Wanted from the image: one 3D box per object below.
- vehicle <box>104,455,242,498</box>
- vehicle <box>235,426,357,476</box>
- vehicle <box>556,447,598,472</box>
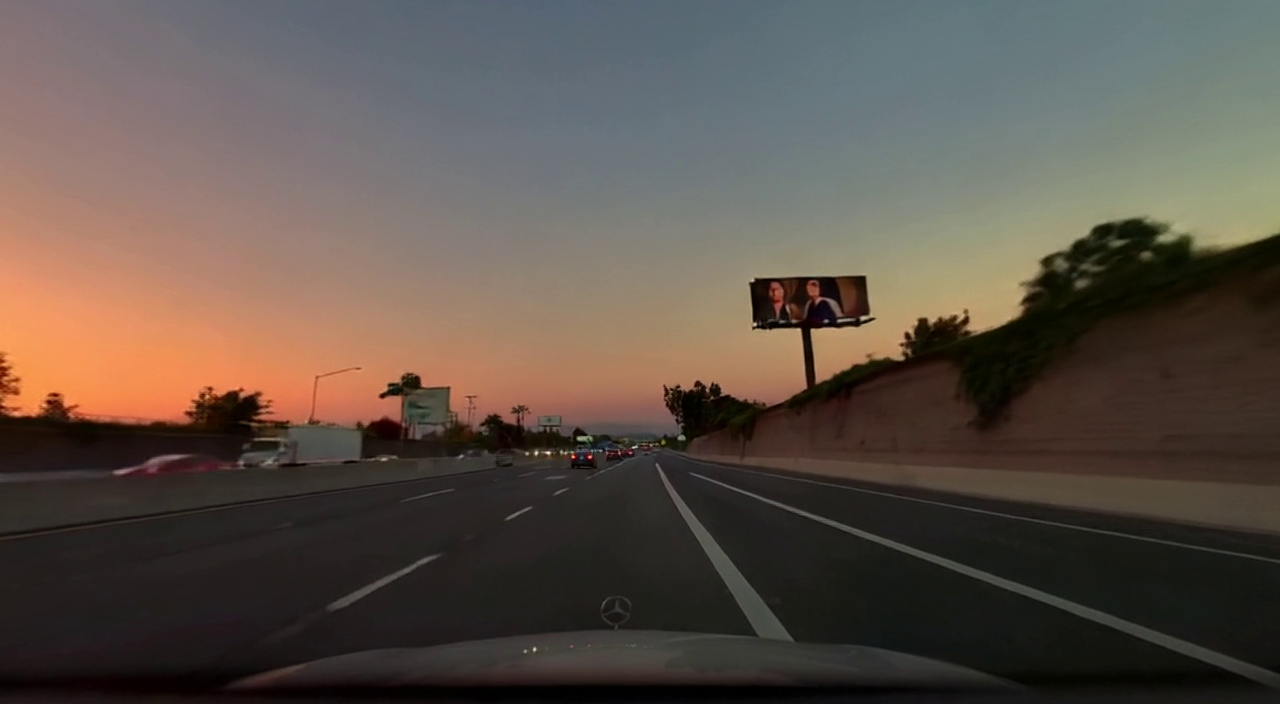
[{"bbox_3d":[-18.522,4.920,25.394,1.890,1.462,4.754,0,-9,1],"label":"vehicle"},{"bbox_3d":[-25.593,7.453,47.989,3.232,3.343,10.548,0,-9,1],"label":"vehicle"},{"bbox_3d":[-3.988,6.909,40.863,2.078,1.457,4.648,0,-8,2],"label":"vehicle"}]
